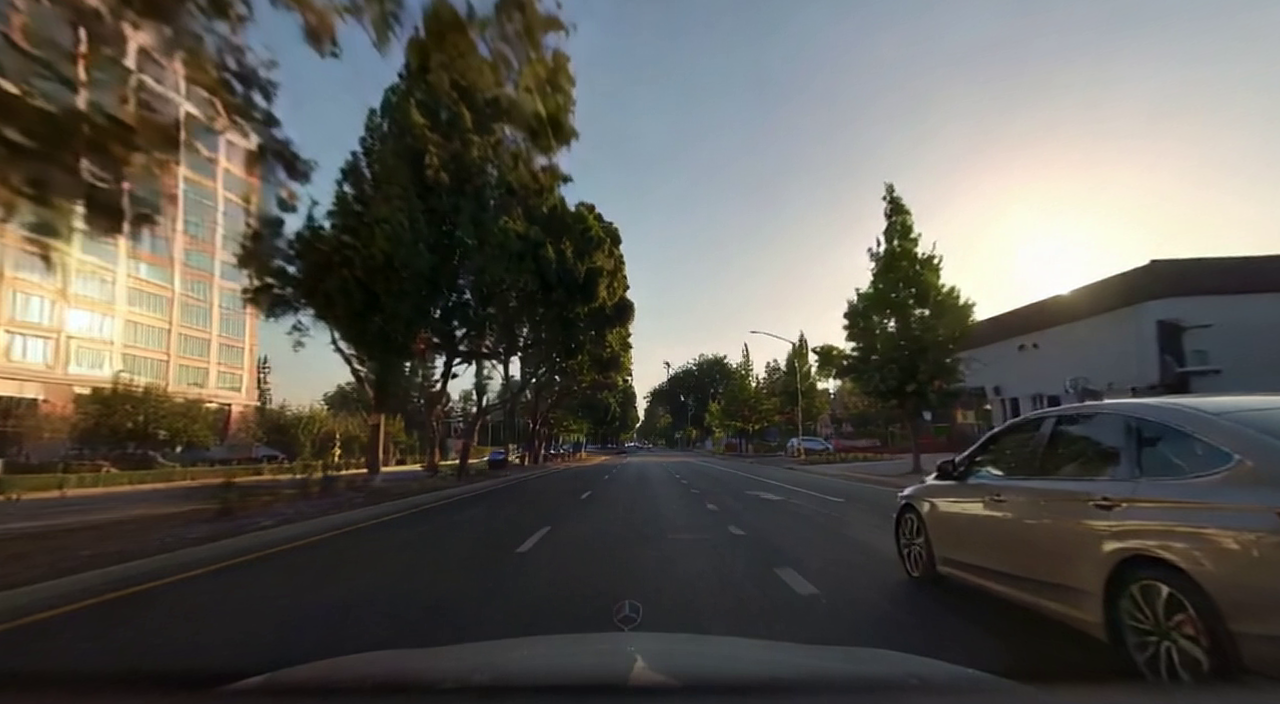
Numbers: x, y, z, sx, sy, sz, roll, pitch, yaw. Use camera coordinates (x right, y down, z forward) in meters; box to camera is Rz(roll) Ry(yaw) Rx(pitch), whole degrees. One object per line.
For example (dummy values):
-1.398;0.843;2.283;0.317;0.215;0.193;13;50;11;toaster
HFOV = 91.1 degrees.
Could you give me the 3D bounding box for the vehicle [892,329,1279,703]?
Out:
3.185;0.903;2.990;2.090;1.685;4.436;0;-8;0;vehicle
